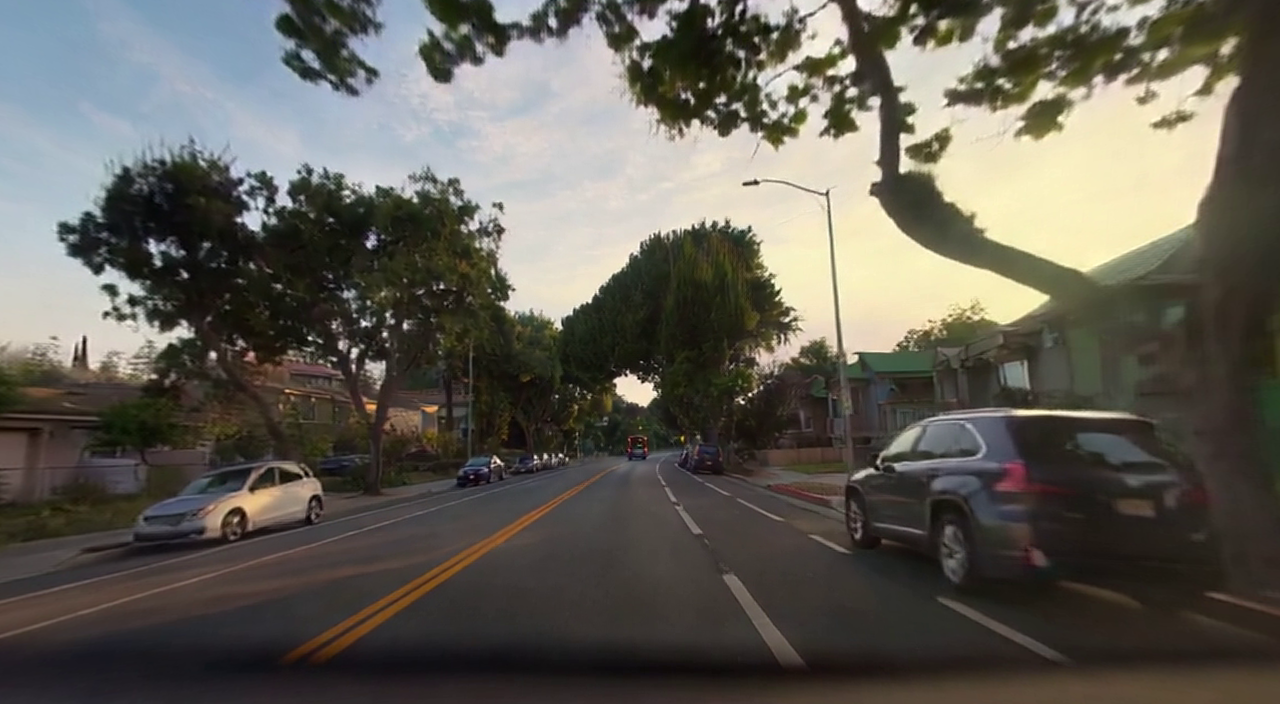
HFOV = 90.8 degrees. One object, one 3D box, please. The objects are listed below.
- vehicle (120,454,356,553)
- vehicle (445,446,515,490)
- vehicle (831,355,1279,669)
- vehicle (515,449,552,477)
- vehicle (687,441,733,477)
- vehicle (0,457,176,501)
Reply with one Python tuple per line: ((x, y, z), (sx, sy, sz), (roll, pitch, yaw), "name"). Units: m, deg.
((-8.265, 3.099, 13.729), (1.921, 1.494, 4.884), (-4, -8, 1), "vehicle")
((-8.181, 5.927, 32.853), (2.094, 1.840, 5.450), (-7, -8, -1), "vehicle")
((3.726, 1.385, 6.554), (2.131, 1.995, 4.626), (3, -8, 1), "vehicle")
((-7.985, 8.285, 47.555), (1.898, 1.755, 4.603), (-5, -8, -1), "vehicle")
((4.090, 6.298, 37.488), (2.060, 1.833, 4.927), (4, -9, 0), "vehicle")
((-20.167, 4.594, 23.083), (4.721, 1.463, 2.275), (-1, -9, 5), "vehicle")
